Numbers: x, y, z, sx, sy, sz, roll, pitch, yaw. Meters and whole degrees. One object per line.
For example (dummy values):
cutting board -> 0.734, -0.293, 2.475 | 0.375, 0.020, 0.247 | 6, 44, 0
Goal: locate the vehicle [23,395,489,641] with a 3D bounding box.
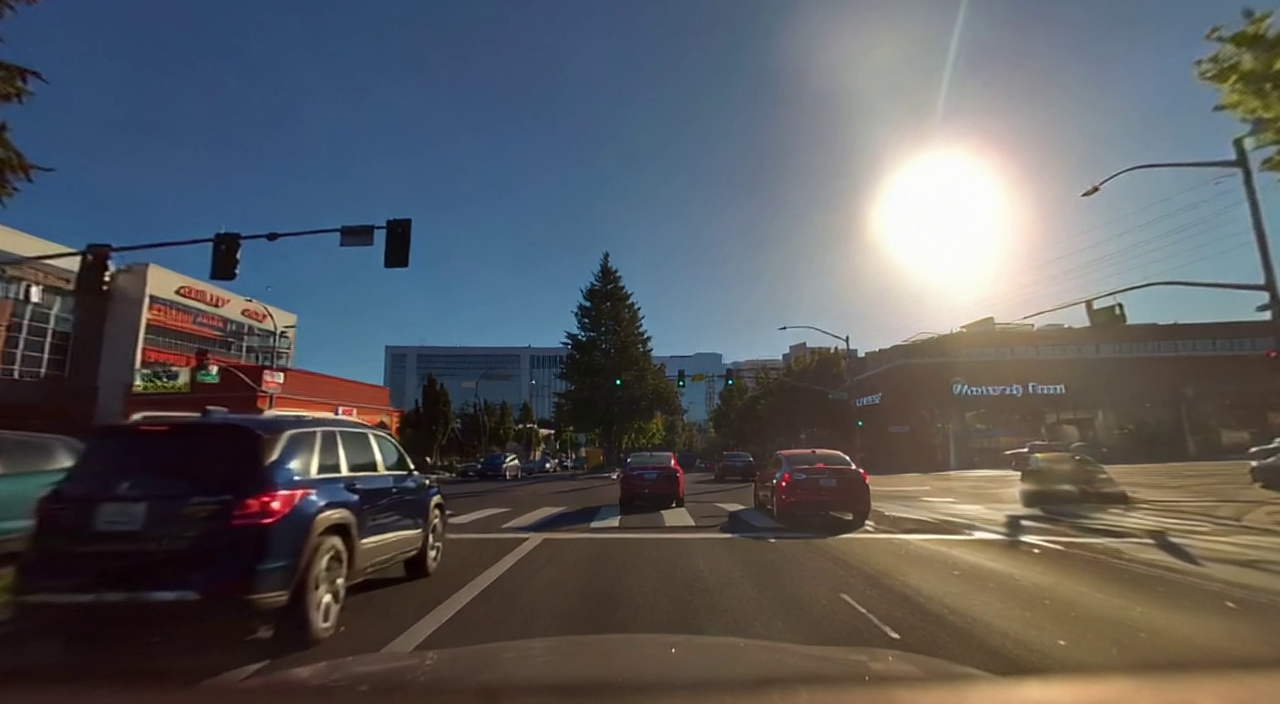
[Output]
vehicle -> -3.476, 1.609, 7.333 | 2.160, 1.823, 5.115 | 0, -8, 0

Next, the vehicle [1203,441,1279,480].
vehicle -> 30.259, 5.163, 30.153 | 4.581, 1.765, 1.943 | -1, -9, 7

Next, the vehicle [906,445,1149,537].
vehicle -> 7.455, 2.659, 12.898 | 2.004, 1.508, 4.646 | 0, -8, 0

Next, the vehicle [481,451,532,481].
vehicle -> -7.876, 6.734, 37.661 | 1.962, 1.639, 4.259 | 0, -8, 3

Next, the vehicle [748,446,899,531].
vehicle -> 3.677, 2.779, 13.552 | 2.020, 1.513, 4.120 | 0, -8, 1

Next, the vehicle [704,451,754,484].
vehicle -> 4.422, 5.830, 32.142 | 1.888, 1.472, 4.528 | 0, -8, 0

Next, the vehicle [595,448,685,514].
vehicle -> 0.018, 3.305, 16.703 | 2.098, 1.477, 3.897 | 0, -8, 0
